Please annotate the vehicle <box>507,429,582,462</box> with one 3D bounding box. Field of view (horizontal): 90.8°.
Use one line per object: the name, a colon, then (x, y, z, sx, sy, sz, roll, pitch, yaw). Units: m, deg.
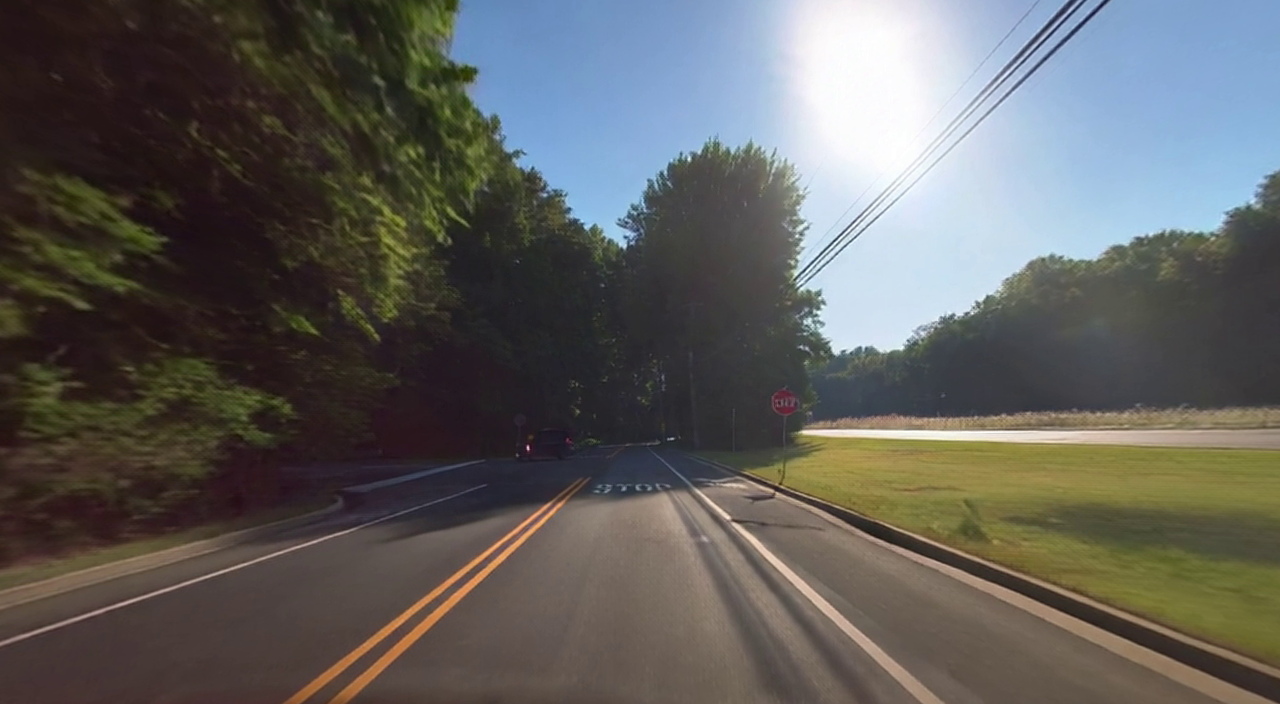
vehicle: (-5.959, 5.939, 40.079, 2.348, 1.973, 5.020, -4, -9, 24)
